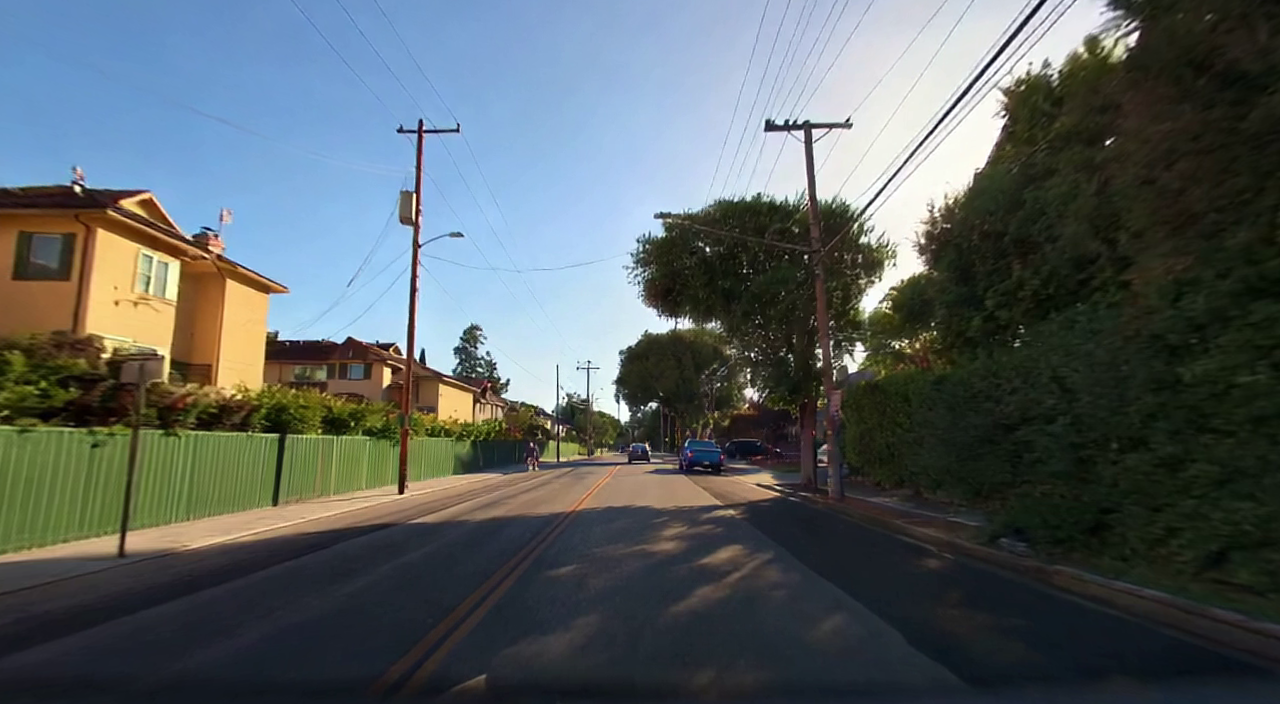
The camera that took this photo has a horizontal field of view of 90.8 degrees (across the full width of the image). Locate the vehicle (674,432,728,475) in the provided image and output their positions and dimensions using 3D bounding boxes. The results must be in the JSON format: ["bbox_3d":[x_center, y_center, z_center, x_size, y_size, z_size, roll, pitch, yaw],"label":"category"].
[{"bbox_3d":[3.222,5.515,34.535,2.278,1.933,5.860,4,-8,0],"label":"vehicle"}]

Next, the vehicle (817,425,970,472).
[{"bbox_3d":[11.254,4.352,28.412,5.846,1.971,2.273,-1,-9,2],"label":"vehicle"}]

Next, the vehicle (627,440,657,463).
[{"bbox_3d":[0.139,7.661,48.852,2.177,1.703,4.110,0,-9,0],"label":"vehicle"}]
